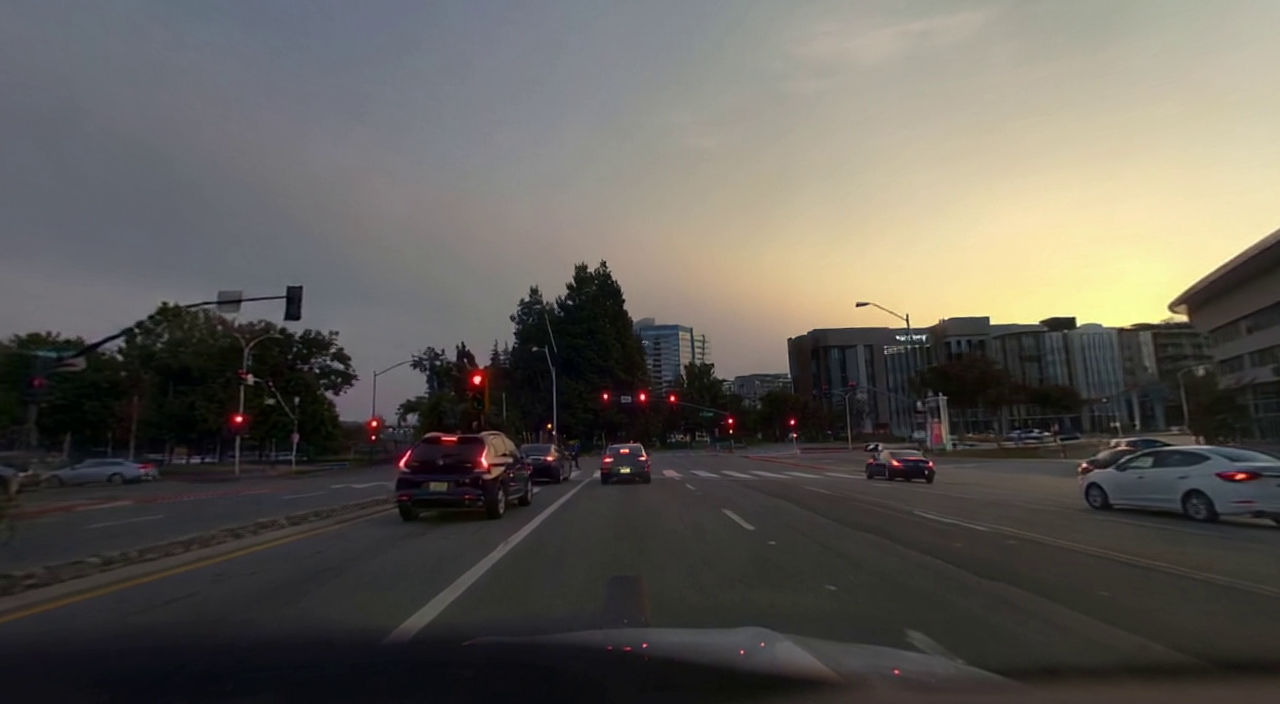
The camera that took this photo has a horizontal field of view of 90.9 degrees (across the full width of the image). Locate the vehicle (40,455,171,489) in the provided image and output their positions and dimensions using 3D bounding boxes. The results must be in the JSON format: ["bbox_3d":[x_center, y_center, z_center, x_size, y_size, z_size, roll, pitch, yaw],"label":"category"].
[{"bbox_3d":[-26.724,5.981,31.744,4.687,1.482,1.914,5,-10,-30],"label":"vehicle"}]

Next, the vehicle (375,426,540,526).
[{"bbox_3d":[-3.497,2.465,13.133,2.057,1.678,4.639,0,-8,0],"label":"vehicle"}]

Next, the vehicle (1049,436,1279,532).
[{"bbox_3d":[10.251,2.376,12.030,1.936,1.474,4.331,0,-8,0],"label":"vehicle"}]

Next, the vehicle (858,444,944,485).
[{"bbox_3d":[10.970,4.720,26.798,1.935,1.435,4.141,3,-8,1],"label":"vehicle"}]

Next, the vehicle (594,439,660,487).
[{"bbox_3d":[-0.457,3.801,21.918,2.059,1.477,3.988,0,-8,-1],"label":"vehicle"}]
